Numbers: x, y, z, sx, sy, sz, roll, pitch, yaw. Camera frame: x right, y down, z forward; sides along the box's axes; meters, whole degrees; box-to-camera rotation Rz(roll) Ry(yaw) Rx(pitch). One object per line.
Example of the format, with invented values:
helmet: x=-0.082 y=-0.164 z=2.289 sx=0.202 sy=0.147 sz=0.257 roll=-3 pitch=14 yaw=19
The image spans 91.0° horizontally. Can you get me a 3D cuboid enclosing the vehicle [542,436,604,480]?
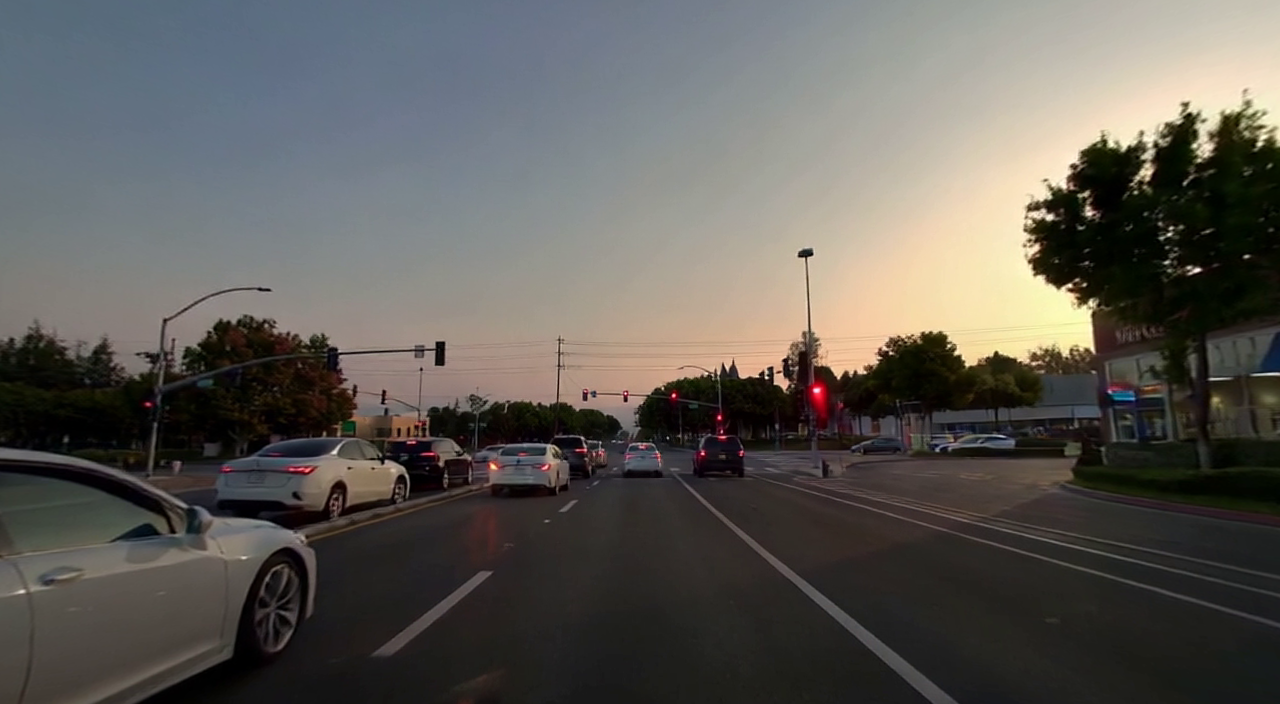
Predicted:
vehicle: x=-2.745 y=4.493 z=26.866 sx=2.072 sy=1.694 sz=4.070 roll=0 pitch=-9 yaw=2

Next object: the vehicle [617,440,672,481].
vehicle: x=0.196 y=4.329 z=25.340 sx=2.032 sy=1.499 sz=3.994 roll=0 pitch=-9 yaw=1

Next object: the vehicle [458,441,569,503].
vehicle: x=-3.291 y=3.226 z=17.339 sx=2.014 sy=1.472 sz=4.357 roll=0 pitch=-9 yaw=2

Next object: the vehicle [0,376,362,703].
vehicle: x=-3.120 y=0.836 z=1.904 sx=2.249 sy=1.517 sz=4.951 roll=0 pitch=-9 yaw=1

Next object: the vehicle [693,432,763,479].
vehicle: x=3.417 y=4.152 z=25.356 sx=2.076 sy=1.691 sz=4.402 roll=0 pitch=-9 yaw=-2
